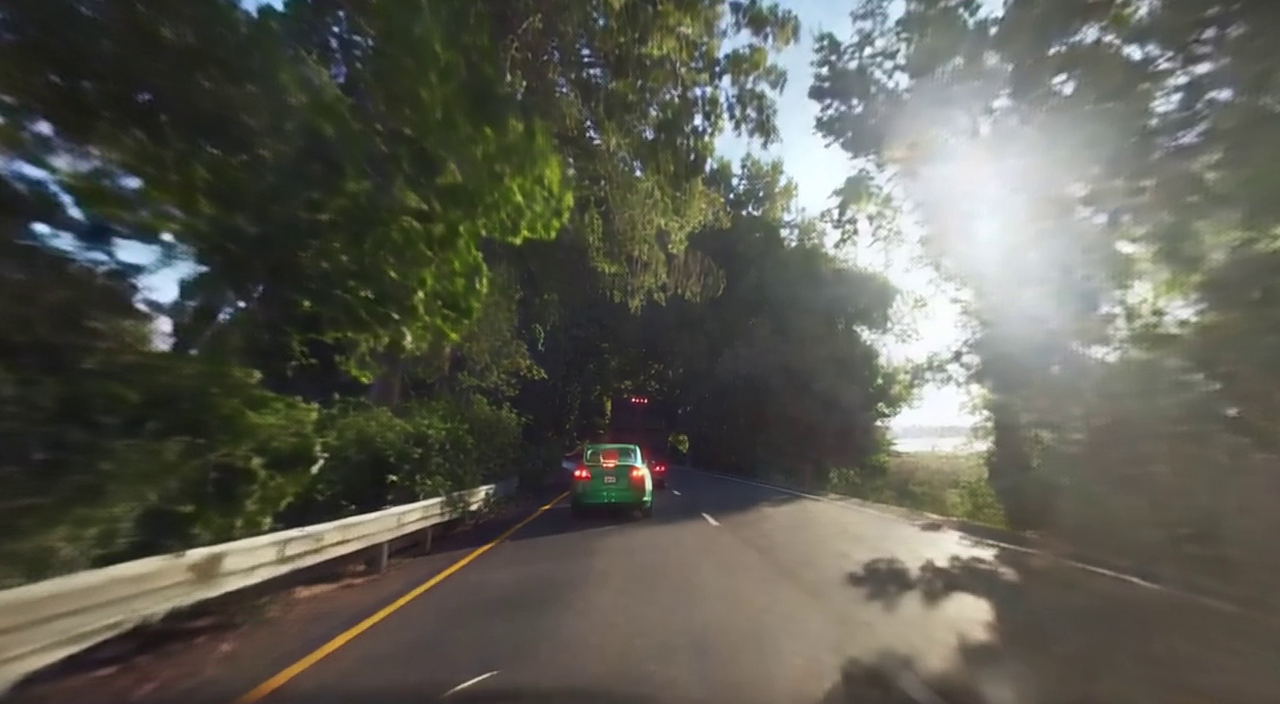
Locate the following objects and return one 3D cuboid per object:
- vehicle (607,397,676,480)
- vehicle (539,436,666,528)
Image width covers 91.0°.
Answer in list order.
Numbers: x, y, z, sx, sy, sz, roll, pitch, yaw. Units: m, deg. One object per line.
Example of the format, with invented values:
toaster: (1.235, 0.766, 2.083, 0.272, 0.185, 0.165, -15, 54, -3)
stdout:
vehicle: (-0.024, 4.781, 34.164, 3.085, 3.682, 11.755, 0, -9, -1)
vehicle: (-0.612, 2.460, 12.459, 2.076, 1.490, 4.078, 0, -9, 0)
